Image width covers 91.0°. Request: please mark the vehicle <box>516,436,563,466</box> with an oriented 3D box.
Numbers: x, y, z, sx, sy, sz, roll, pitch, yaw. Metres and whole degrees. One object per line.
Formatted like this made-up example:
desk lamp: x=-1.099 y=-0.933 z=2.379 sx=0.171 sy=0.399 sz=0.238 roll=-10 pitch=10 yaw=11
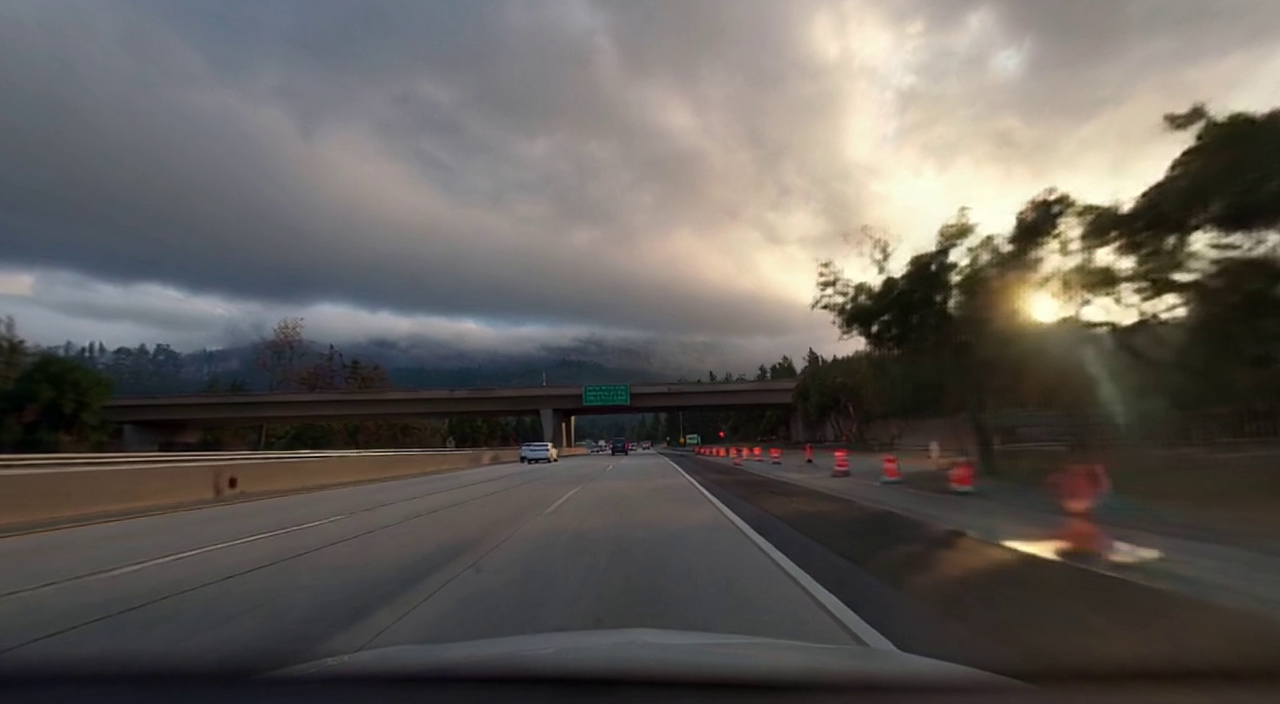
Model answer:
vehicle: x=-6.437 y=6.403 z=40.818 sx=2.103 sy=1.775 sz=4.966 roll=0 pitch=-8 yaw=1
